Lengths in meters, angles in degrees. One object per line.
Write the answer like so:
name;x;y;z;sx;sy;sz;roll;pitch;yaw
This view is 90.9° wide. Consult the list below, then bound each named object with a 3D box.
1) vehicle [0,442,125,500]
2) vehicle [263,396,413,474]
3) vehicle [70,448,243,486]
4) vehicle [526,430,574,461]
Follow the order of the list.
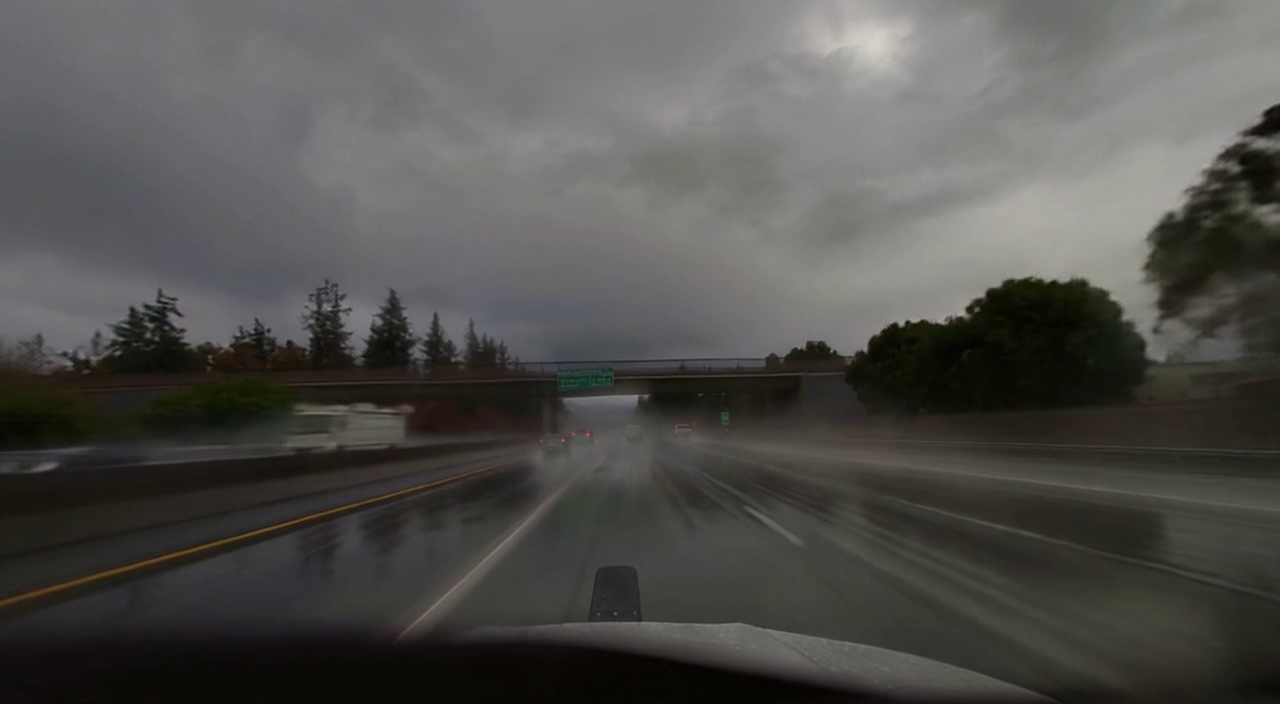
vehicle;-17.452;3.320;18.021;1.752;1.452;4.406;0;-8;-1
vehicle;-13.372;3.805;28.916;2.867;3.047;8.034;0;-8;0
vehicle;-17.624;4.214;23.467;2.187;1.138;5.521;0;-8;-1
vehicle;-4.597;4.805;32.641;1.933;1.473;4.023;0;-8;-1
